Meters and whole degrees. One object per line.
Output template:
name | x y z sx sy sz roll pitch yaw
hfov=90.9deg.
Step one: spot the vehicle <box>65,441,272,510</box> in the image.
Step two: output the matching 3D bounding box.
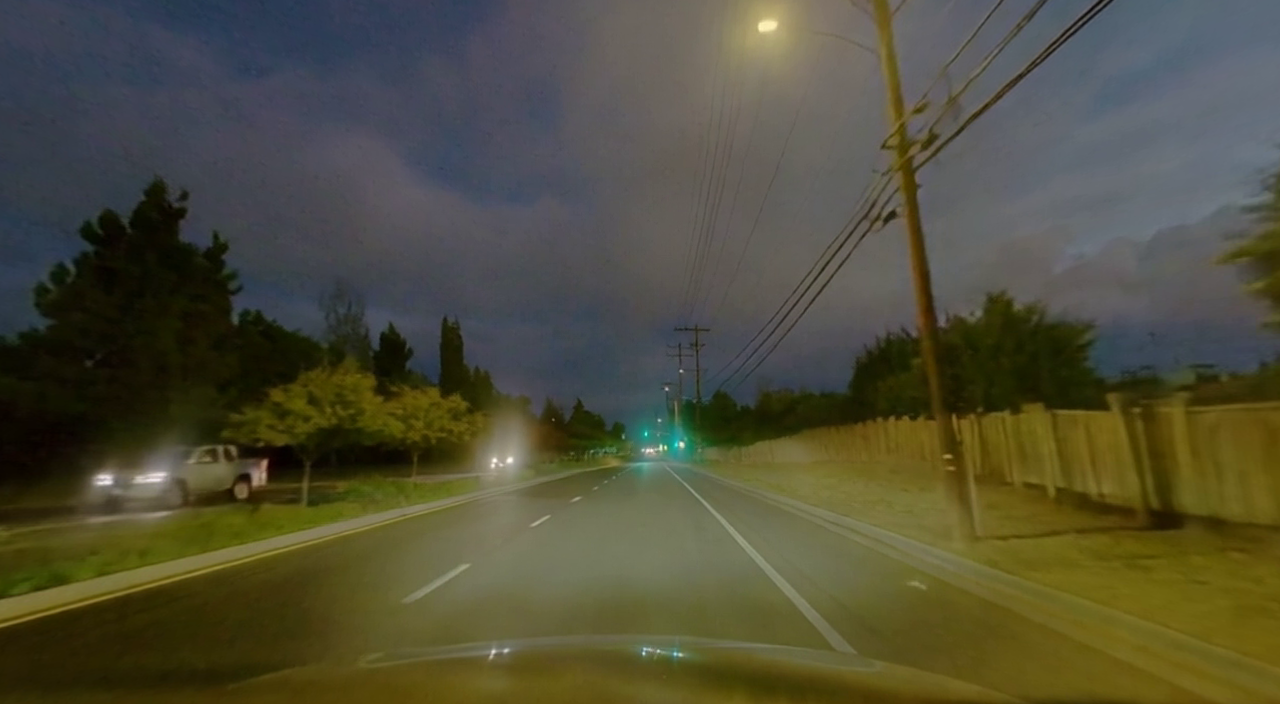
vehicle | -15.239 3.987 21.020 2.269 1.943 5.876 0 -8 1
